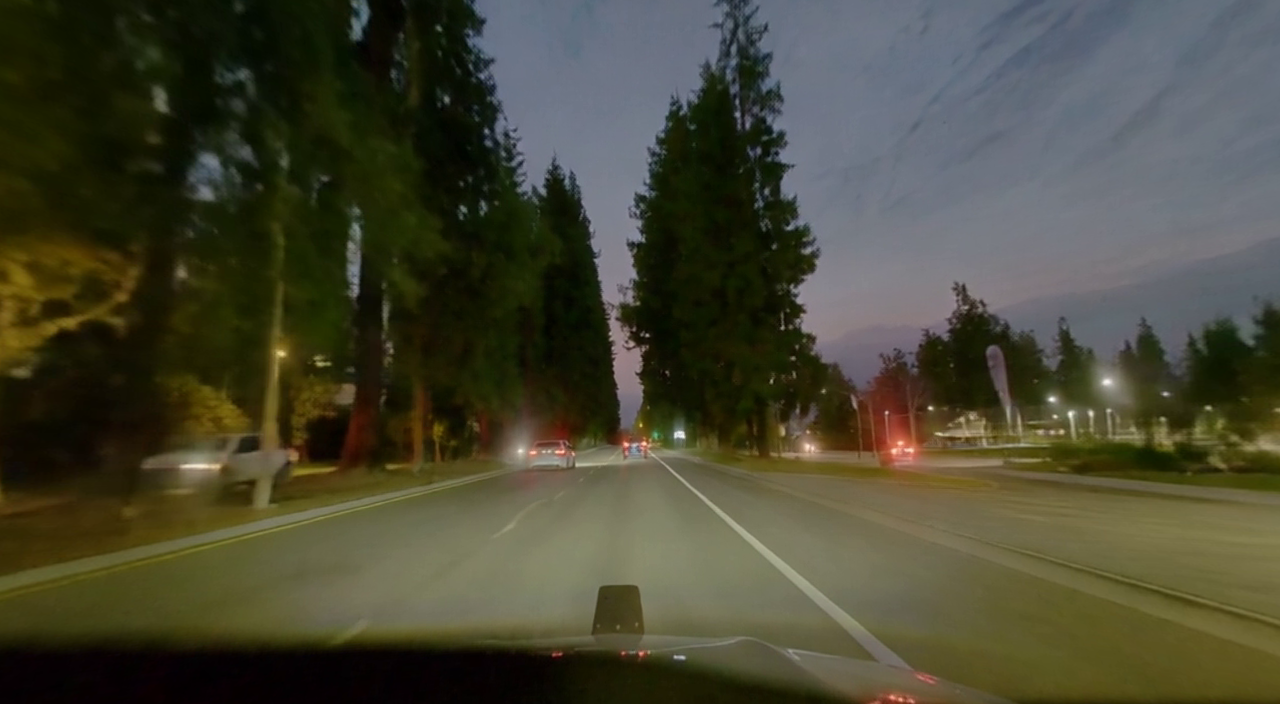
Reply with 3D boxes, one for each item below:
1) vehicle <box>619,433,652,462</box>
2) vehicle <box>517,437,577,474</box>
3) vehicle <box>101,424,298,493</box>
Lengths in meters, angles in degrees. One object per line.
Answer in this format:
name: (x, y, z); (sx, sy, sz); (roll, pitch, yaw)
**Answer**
vehicle: (-0.295, 6.149, 40.919); (2.018, 1.769, 3.897); (0, -8, 0)
vehicle: (-3.909, 4.432, 27.300); (1.917, 1.448, 4.178); (0, -8, 1)
vehicle: (-16.507, 4.037, 24.481); (2.687, 2.262, 6.995); (0, -8, -1)
